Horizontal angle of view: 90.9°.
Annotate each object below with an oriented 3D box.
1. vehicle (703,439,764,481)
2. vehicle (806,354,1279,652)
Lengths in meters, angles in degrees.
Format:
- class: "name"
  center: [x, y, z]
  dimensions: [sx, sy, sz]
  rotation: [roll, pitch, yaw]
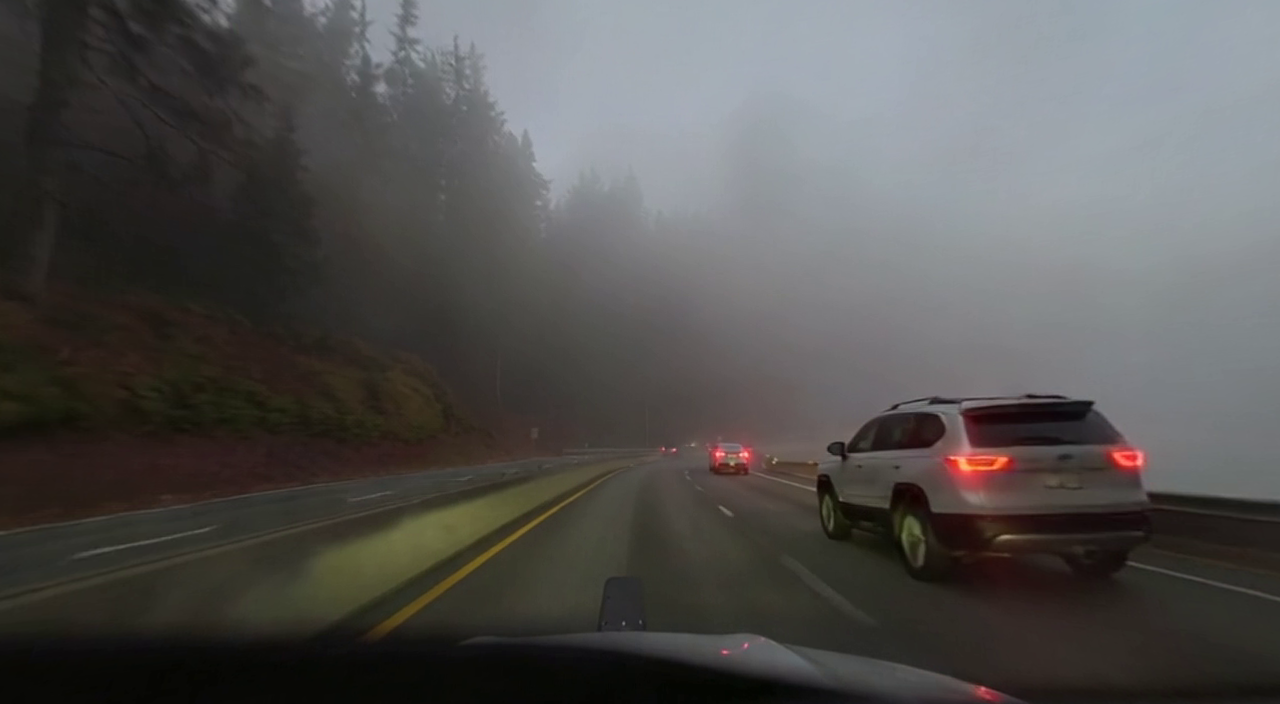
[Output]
- class: "vehicle"
  center: [4.049, 4.774, 28.189]
  dimensions: [2.112, 1.708, 4.380]
  rotation: [0, -8, 1]
- class: "vehicle"
  center: [3.541, 1.309, 6.516]
  dimensions: [2.270, 1.897, 4.822]
  rotation: [0, -8, 0]
